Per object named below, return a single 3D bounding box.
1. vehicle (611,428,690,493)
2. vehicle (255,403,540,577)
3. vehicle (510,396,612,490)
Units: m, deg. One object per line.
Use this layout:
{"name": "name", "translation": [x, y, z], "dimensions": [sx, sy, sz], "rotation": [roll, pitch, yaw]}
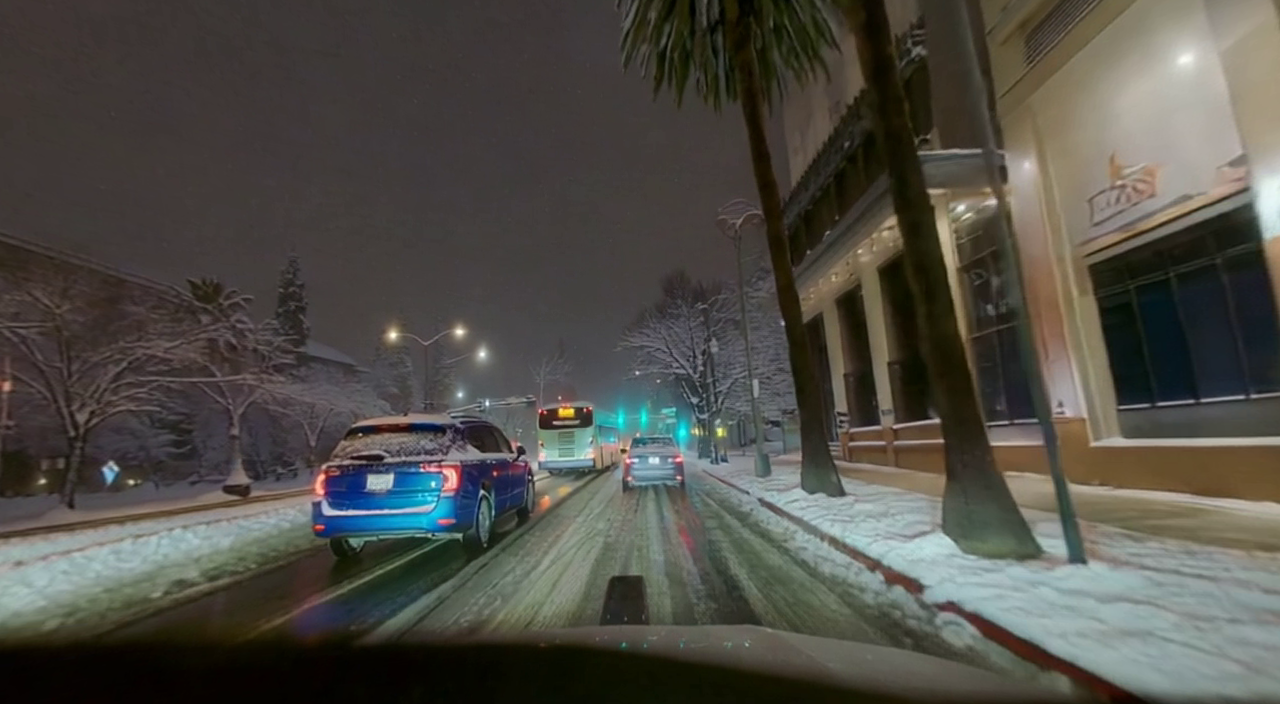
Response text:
{"name": "vehicle", "translation": [0.287, 3.201, 18.922], "dimensions": [2.120, 1.727, 3.917], "rotation": [0, -8, 1]}
{"name": "vehicle", "translation": [-2.906, 1.783, 8.947], "dimensions": [2.124, 1.799, 4.587], "rotation": [0, -8, 1]}
{"name": "vehicle", "translation": [-2.785, 3.604, 24.951], "dimensions": [2.775, 3.064, 8.297], "rotation": [-1, -8, 1]}
